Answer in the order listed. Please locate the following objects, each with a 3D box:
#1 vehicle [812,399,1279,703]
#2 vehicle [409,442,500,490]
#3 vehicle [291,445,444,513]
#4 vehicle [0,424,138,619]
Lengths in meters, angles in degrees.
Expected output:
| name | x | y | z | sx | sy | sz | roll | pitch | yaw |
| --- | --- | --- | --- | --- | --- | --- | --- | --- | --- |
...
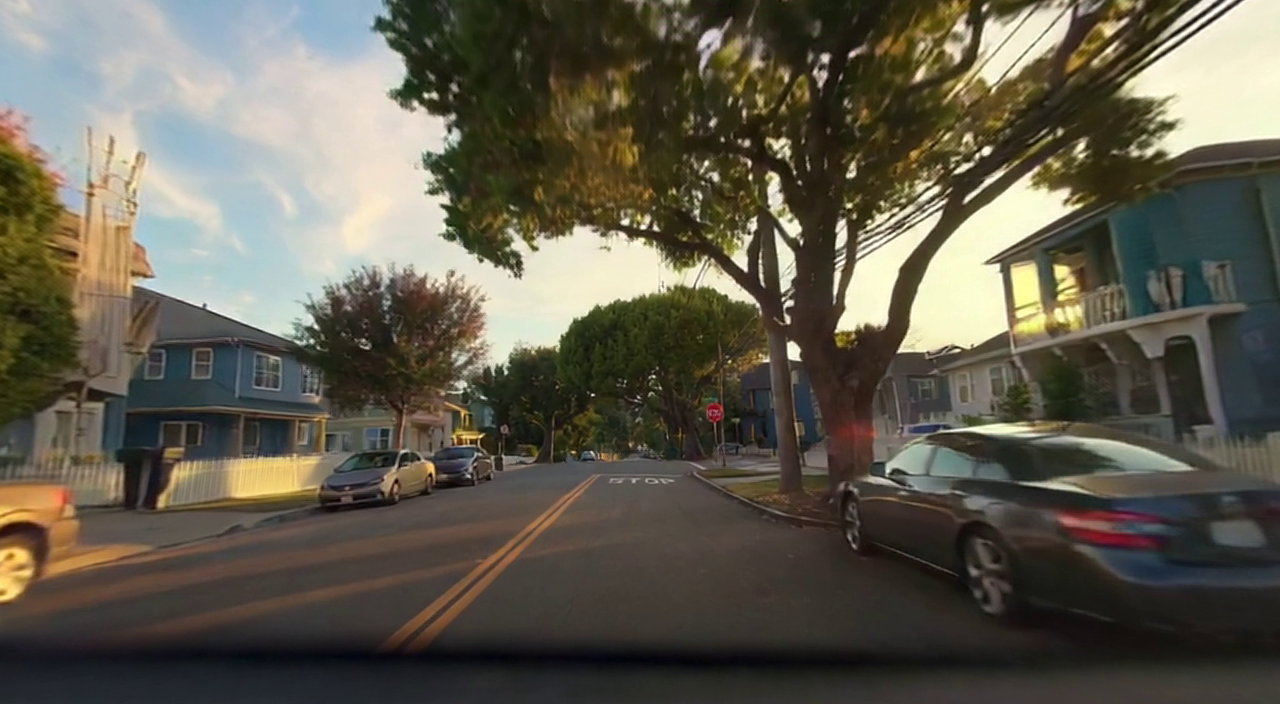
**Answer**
| name | x | y | z | sx | sy | sz | roll | pitch | yaw |
| --- | --- | --- | --- | --- | --- | --- | --- | --- | --- |
| vehicle | 3.334 | 1.397 | 5.860 | 1.963 | 1.536 | 5.446 | 0 | -8 | 0 |
| vehicle | -6.698 | 4.133 | 23.302 | 2.026 | 1.560 | 4.062 | -1 | -8 | 1 |
| vehicle | -6.870 | 3.213 | 16.564 | 2.056 | 1.481 | 4.451 | 0 | -8 | 0 |
| vehicle | -6.584 | 1.381 | 4.752 | 1.896 | 1.703 | 4.586 | 0 | -8 | -1 |
